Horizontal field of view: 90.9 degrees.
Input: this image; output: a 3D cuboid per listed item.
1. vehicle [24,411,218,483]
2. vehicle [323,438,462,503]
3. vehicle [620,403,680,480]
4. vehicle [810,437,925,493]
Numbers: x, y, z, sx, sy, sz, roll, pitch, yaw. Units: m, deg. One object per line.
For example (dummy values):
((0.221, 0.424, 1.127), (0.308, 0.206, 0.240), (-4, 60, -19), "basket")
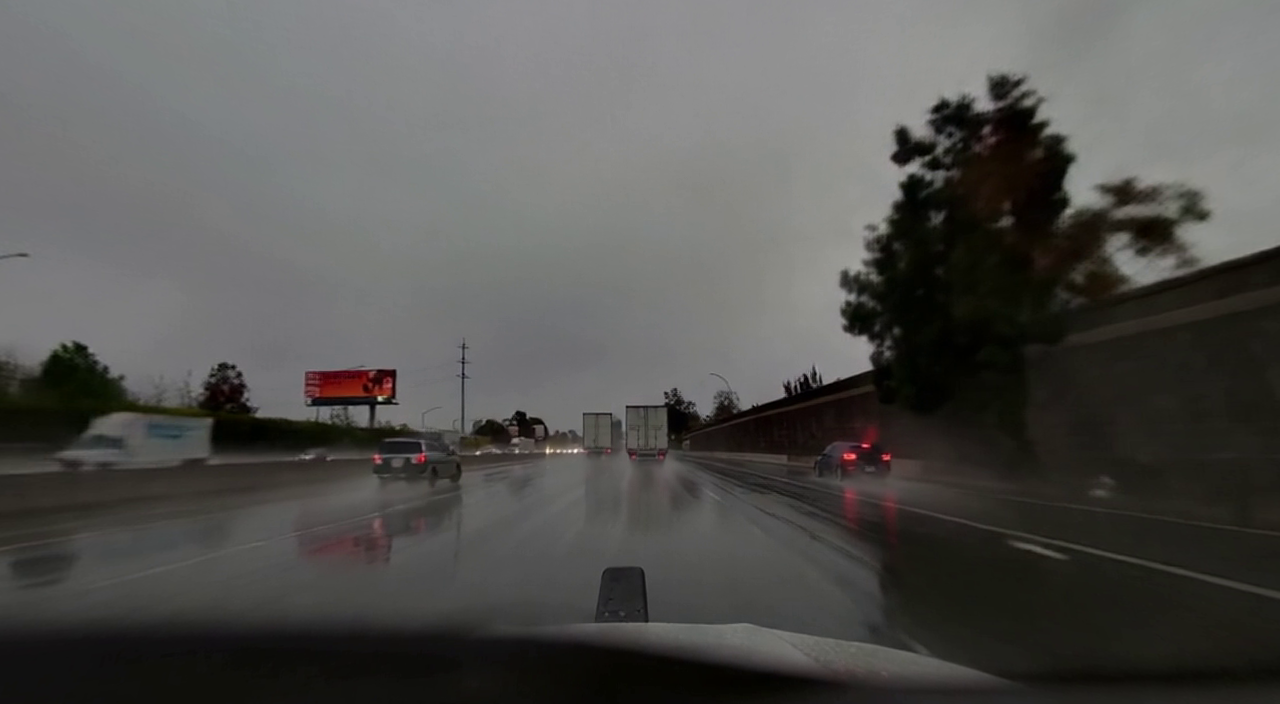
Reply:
((-25.456, 4.746, 31.689), (2.903, 3.092, 7.885), (-1, -8, 1), "vehicle")
((-6.728, 3.247, 17.835), (1.992, 1.547, 4.673), (0, -8, 1), "vehicle")
((0.473, 5.278, 38.943), (3.054, 3.944, 11.230), (-1, -6, -1), "vehicle")
((7.073, 3.537, 20.133), (1.969, 1.560, 4.394), (0, -8, -1), "vehicle")
